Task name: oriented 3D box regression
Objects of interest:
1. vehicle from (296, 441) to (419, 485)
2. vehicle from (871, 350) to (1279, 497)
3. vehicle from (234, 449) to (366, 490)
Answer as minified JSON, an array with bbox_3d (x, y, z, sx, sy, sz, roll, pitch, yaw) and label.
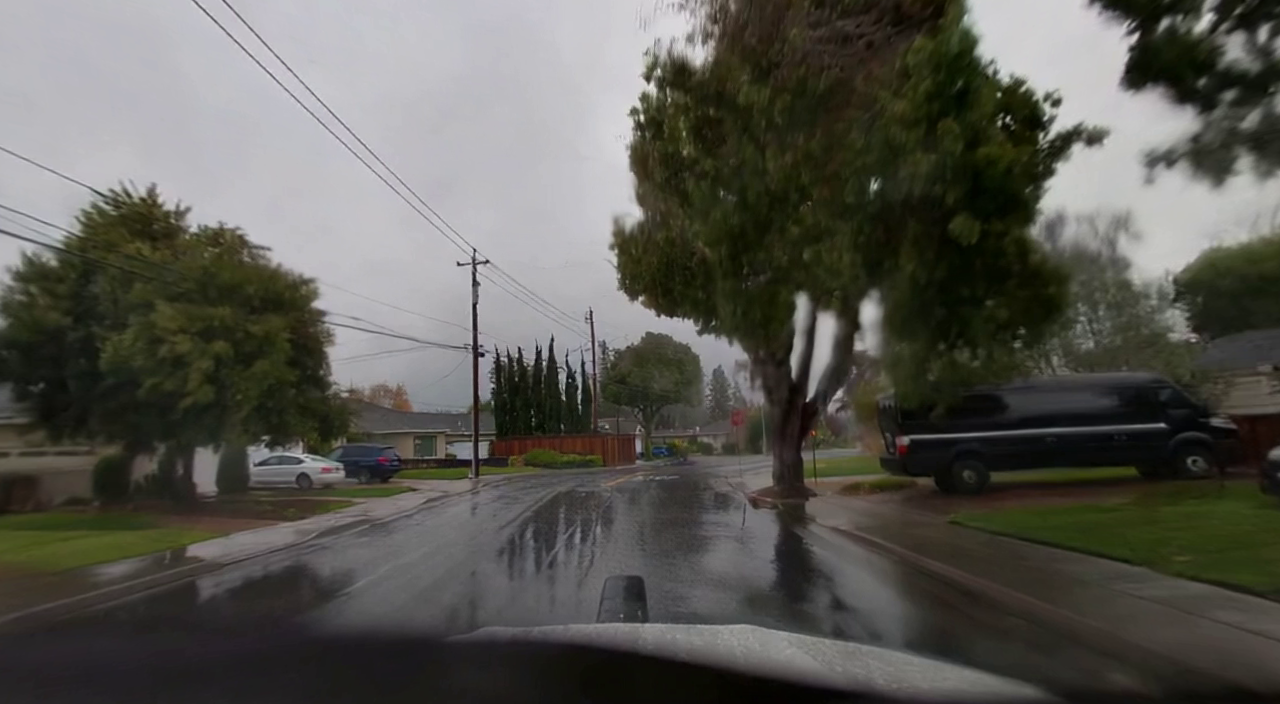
[{"bbox_3d":[-12.472,4.922,28.126,4.484,1.852,2.009,0,-9,-1],"label":"vehicle"},{"bbox_3d":[10.798,1.806,15.612,8.828,3.111,3.352,1,-8,0],"label":"vehicle"},{"bbox_3d":[-13.292,4.603,24.882,4.103,1.498,1.909,0,-9,2],"label":"vehicle"}]
